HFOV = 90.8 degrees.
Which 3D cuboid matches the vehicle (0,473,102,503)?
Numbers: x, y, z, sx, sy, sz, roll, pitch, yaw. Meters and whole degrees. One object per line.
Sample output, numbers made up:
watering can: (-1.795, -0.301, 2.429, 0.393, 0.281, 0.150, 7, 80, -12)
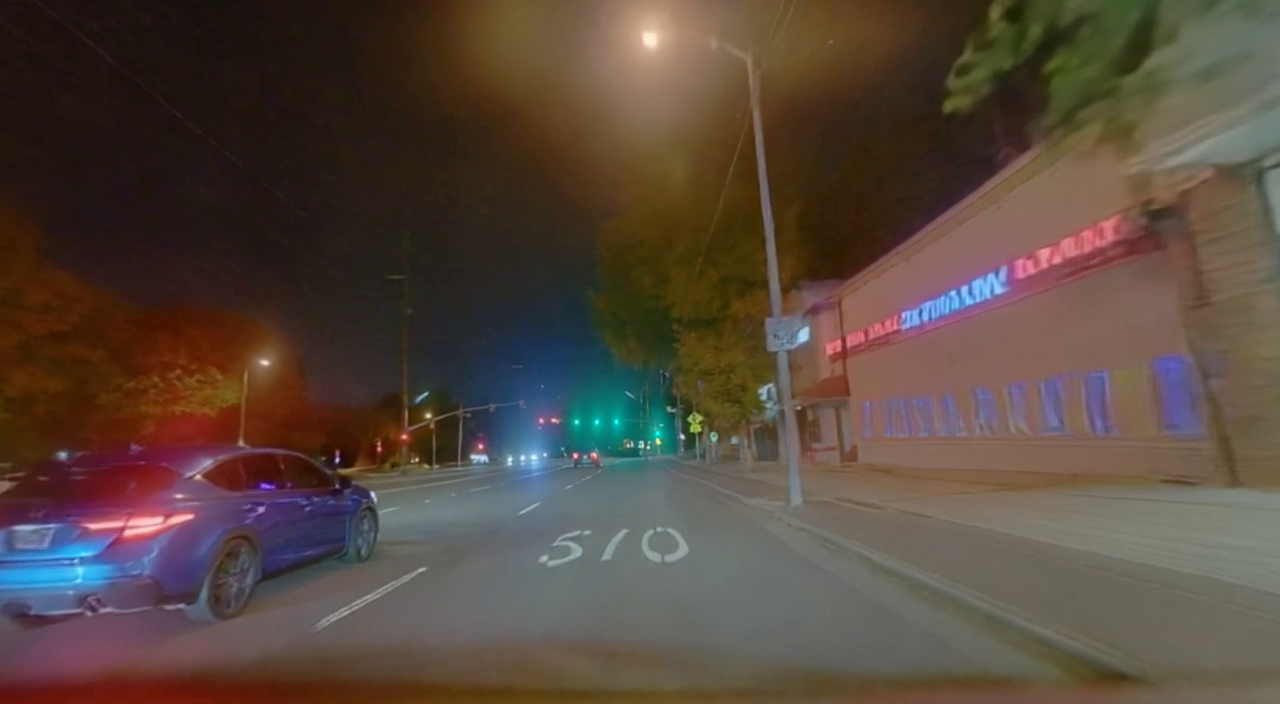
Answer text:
vehicle: (-34.133, 7.792, 36.208, 4.614, 1.534, 2.229, 0, -8, 2)
